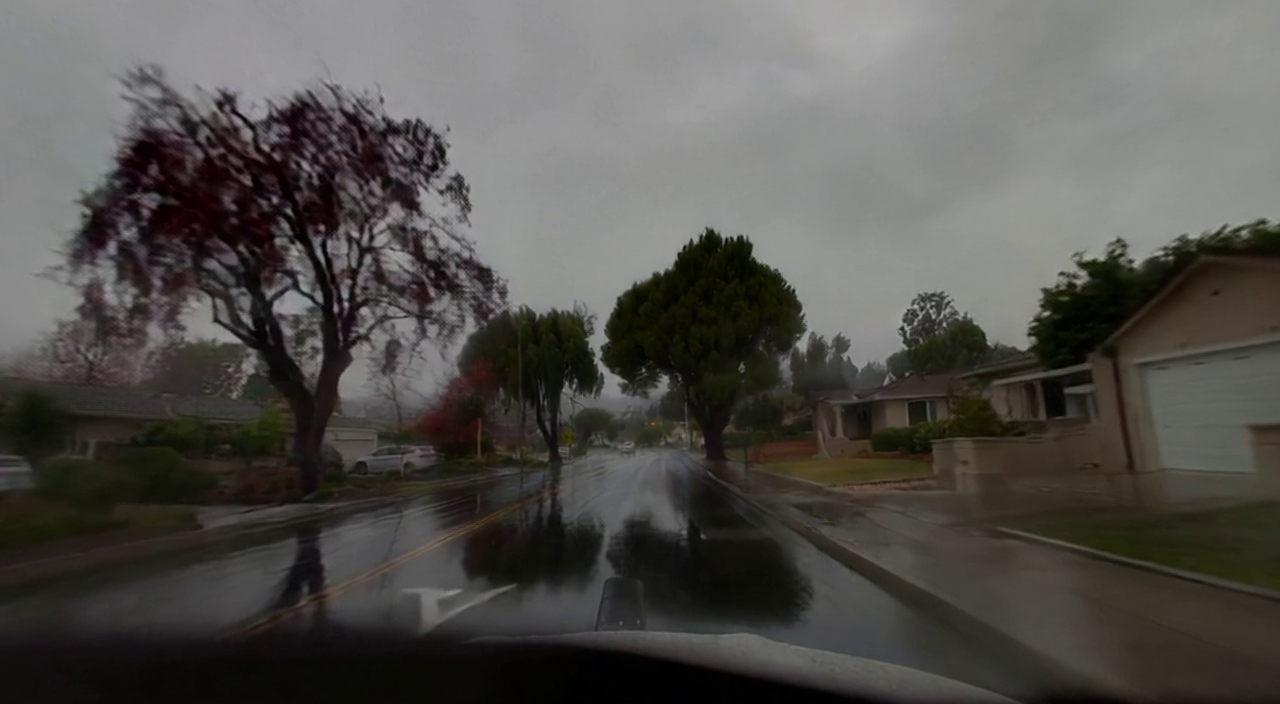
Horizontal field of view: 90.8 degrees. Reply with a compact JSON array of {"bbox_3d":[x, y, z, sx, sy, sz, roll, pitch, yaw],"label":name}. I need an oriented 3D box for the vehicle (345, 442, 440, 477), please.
[{"bbox_3d":[-13.350,5.816,34.317,4.370,1.761,1.901,1,-9,-6],"label":"vehicle"}]
